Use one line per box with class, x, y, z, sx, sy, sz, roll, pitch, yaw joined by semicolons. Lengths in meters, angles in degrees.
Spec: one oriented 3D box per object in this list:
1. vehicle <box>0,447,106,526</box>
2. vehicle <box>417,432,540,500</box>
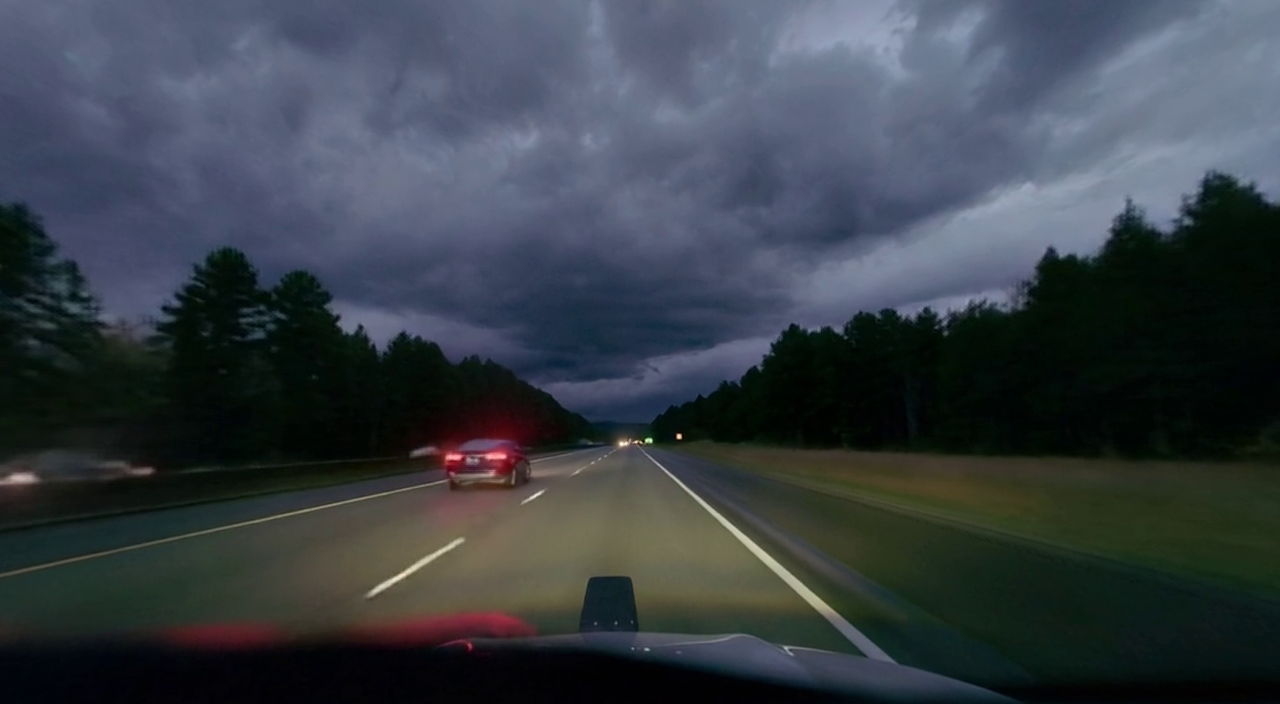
vehicle;-12.661;2.515;11.741;1.896;1.424;4.056;0;-8;-2
vehicle;-4.287;3.095;17.618;2.202;1.587;4.754;-1;-8;0
